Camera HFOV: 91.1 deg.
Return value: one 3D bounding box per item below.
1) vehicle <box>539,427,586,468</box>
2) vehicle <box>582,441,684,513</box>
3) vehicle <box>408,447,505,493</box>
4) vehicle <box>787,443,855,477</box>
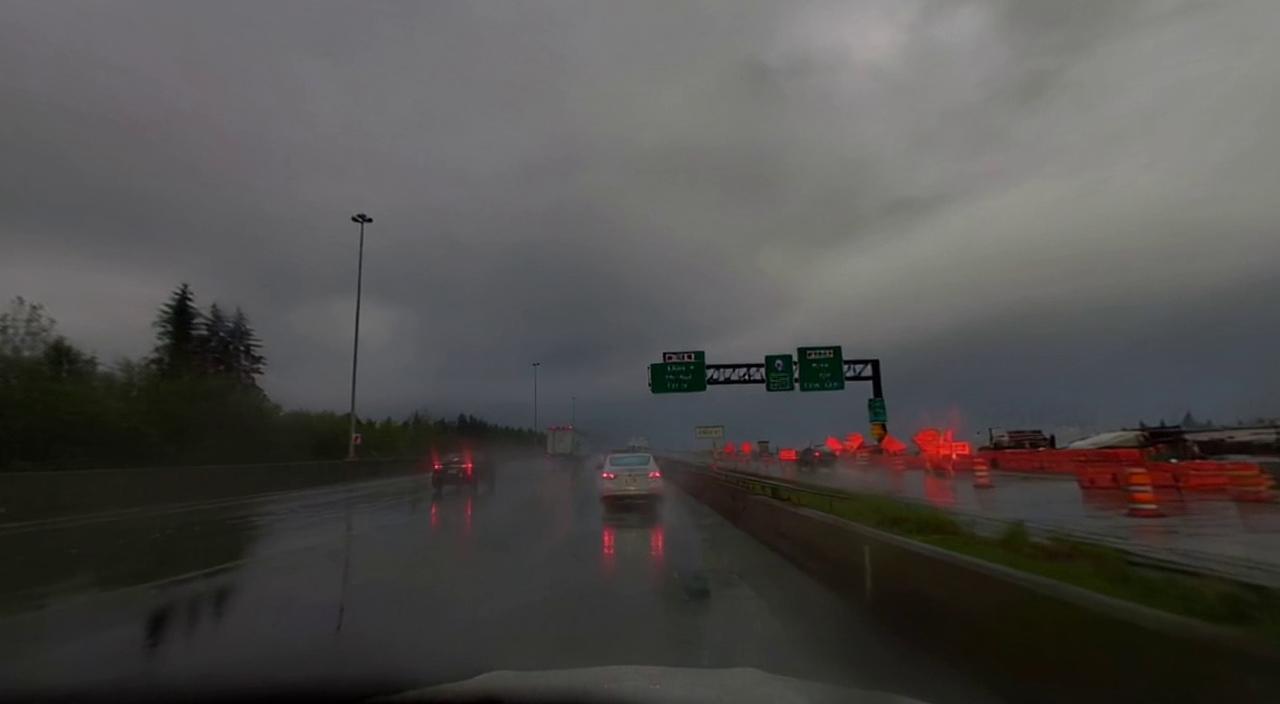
[{"bbox_3d":[-5.285,6.702,44.102,2.326,2.645,6.249,-1,-9,2],"label":"vehicle"},{"bbox_3d":[-0.194,2.828,14.665,2.080,1.451,3.512,0,-9,-2],"label":"vehicle"},{"bbox_3d":[-6.161,3.987,21.639,2.063,1.417,4.000,0,-9,1],"label":"vehicle"},{"bbox_3d":[8.317,4.979,29.186,1.871,1.460,3.754,0,-9,-3],"label":"vehicle"}]
